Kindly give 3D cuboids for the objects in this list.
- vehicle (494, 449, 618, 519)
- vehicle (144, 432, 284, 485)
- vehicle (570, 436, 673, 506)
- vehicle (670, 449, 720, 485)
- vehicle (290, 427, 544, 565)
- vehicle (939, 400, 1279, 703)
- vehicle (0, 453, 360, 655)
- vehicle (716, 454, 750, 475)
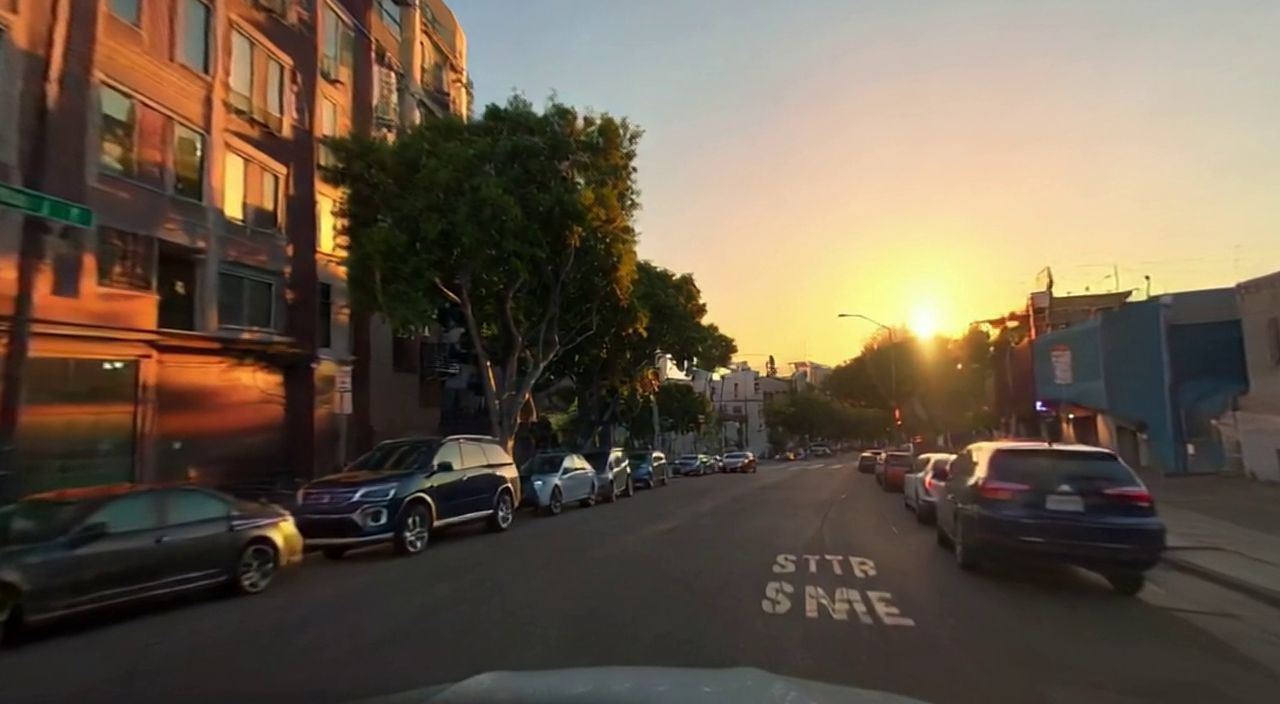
[{"bbox_3d":[-2.293,3.773,18.706,1.960,1.765,4.343,-3,-9,17],"label":"vehicle"},{"bbox_3d":[-15.702,3.988,23.367,4.213,1.543,2.001,-7,-14,17],"label":"vehicle"},{"bbox_3d":[-0.534,4.434,24.305,2.260,2.136,5.669,-6,-7,15],"label":"vehicle"},{"bbox_3d":[3.316,6.709,37.156,1.948,1.693,4.325,-5,-7,17],"label":"vehicle"},{"bbox_3d":[-4.179,2.720,13.056,2.120,2.078,5.403,-6,-7,16],"label":"vehicle"},{"bbox_3d":[3.029,1.150,3.394,1.892,1.481,4.365,-2,-9,17],"label":"vehicle"},{"bbox_3d":[-5.831,2.178,7.803,1.933,1.461,4.393,-7,-7,16],"label":"vehicle"},{"bbox_3d":[7.300,8.771,49.483,1.919,1.464,4.344,-3,-9,18],"label":"vehicle"}]
